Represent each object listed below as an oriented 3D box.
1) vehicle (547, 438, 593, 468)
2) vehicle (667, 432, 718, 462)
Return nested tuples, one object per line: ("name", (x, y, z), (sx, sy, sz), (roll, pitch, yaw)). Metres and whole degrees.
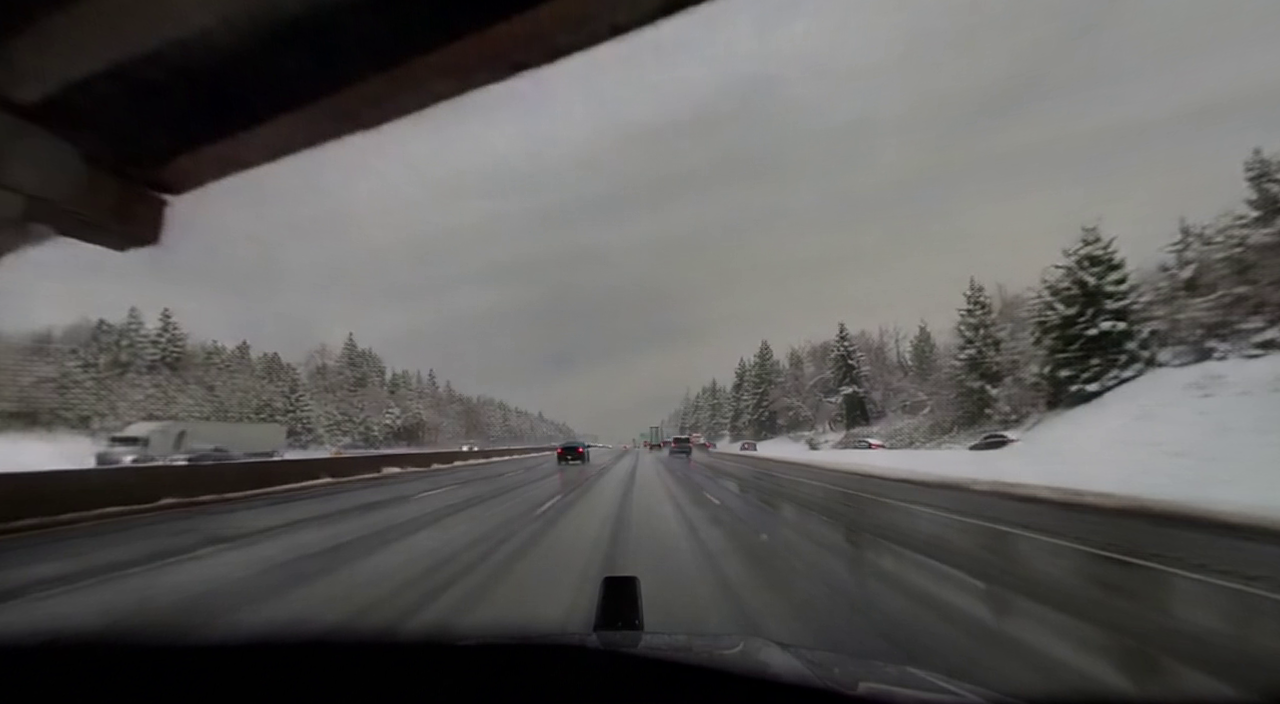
("vehicle", (-3.759, 5.537, 34.613), (2.066, 1.500, 4.415), (0, -8, 0))
("vehicle", (3.865, 7.501, 49.854), (3.042, 2.004, 14.051), (0, -8, 1))
